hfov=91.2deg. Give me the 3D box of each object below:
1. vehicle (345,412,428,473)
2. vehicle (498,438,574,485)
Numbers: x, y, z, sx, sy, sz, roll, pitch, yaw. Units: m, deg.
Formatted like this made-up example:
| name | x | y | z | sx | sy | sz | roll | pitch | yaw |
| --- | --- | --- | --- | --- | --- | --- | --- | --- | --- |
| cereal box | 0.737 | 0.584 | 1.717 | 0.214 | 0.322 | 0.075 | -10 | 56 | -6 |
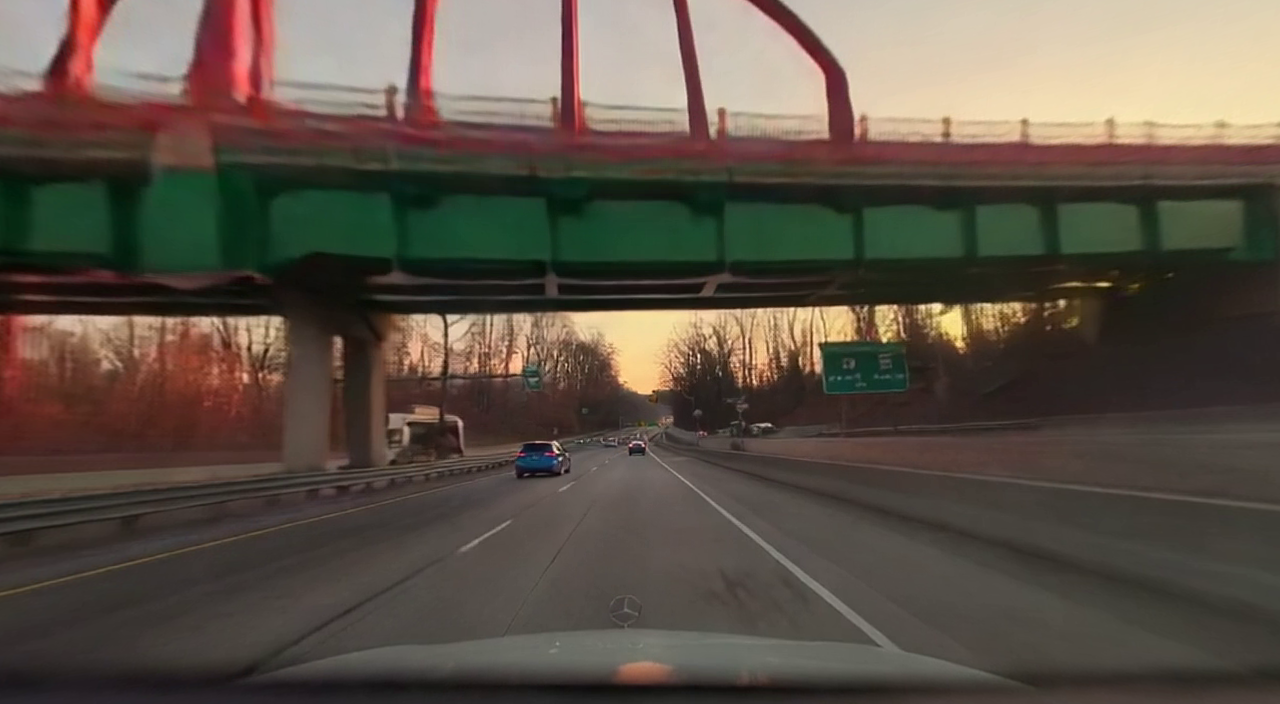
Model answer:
| name | x | y | z | sx | sy | sz | roll | pitch | yaw |
| --- | --- | --- | --- | --- | --- | --- | --- | --- | --- |
| vehicle | -18.264 | 6.555 | 45.770 | 3.043 | 4.057 | 6.636 | 0 | -8 | 1 |
| vehicle | -3.778 | 4.054 | 23.516 | 2.052 | 1.556 | 4.405 | 0 | -8 | 0 |
